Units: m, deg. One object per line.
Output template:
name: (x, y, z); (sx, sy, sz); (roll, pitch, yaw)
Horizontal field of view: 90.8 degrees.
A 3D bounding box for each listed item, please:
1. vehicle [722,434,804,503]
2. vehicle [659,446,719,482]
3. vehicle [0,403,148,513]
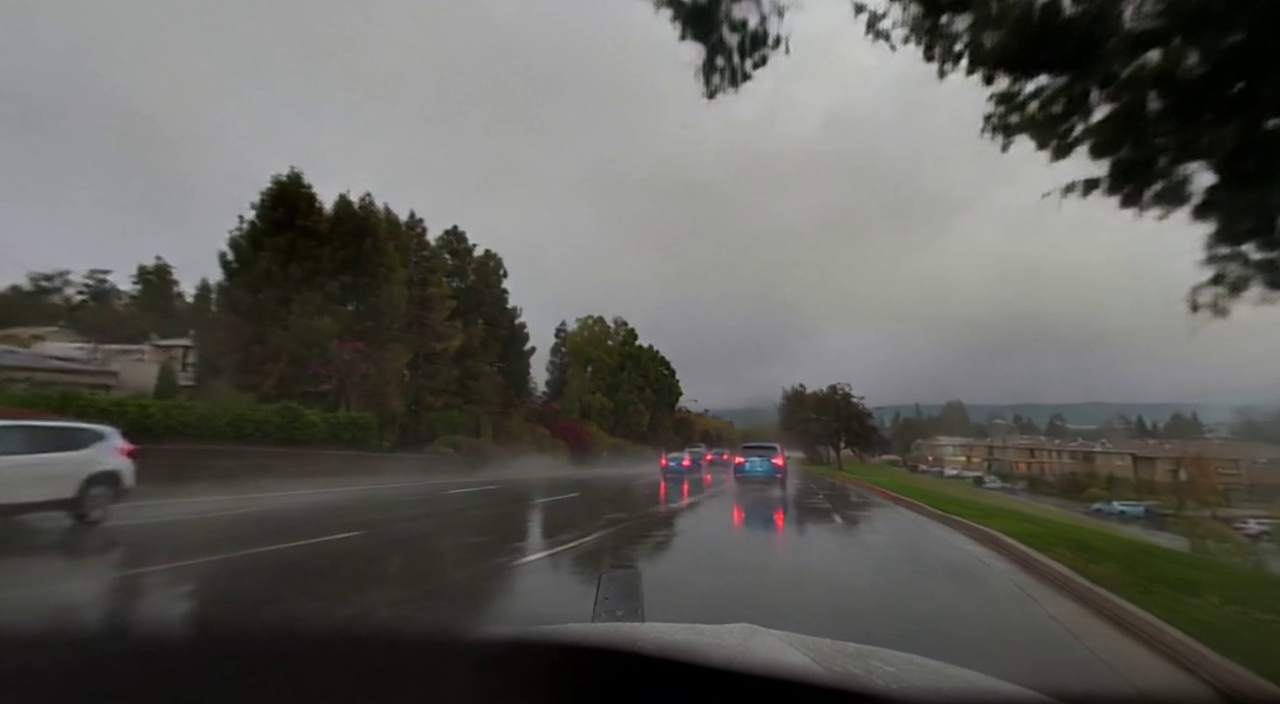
vehicle: (3.894, 3.491, 19.440); (2.125, 1.830, 4.370); (-2, -9, 15)
vehicle: (2.474, 5.361, 30.657); (2.123, 1.592, 4.505); (-2, -9, 15)
vehicle: (-11.629, 1.805, 10.848); (1.973, 1.826, 4.538); (-2, -9, 17)
